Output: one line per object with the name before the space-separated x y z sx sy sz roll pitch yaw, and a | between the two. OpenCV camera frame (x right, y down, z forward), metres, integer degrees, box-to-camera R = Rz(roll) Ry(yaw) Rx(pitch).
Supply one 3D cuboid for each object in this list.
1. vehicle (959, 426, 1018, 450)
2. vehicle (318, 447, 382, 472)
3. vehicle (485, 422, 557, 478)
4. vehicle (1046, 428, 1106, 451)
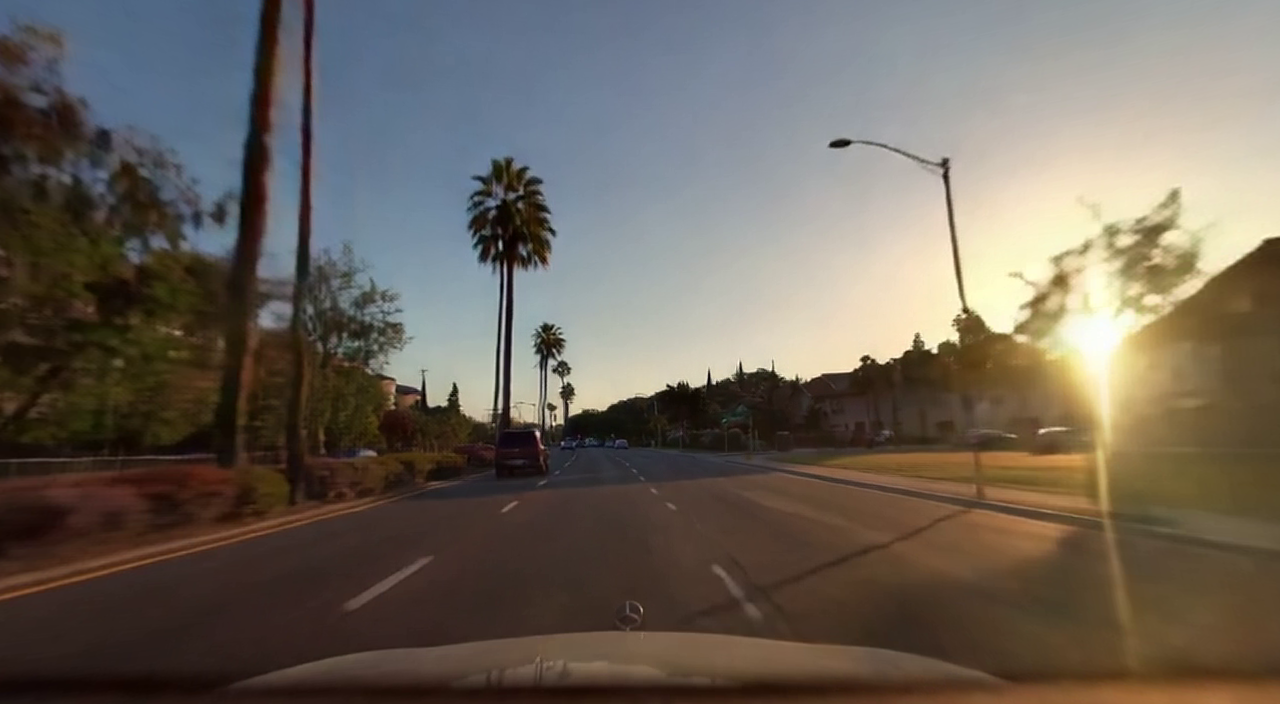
vehicle | 26.418 6.531 47.521 4.520 1.746 2.295 7 -11 -40
vehicle | -18.064 6.705 39.342 2.030 1.459 4.695 1 -9 -4
vehicle | -5.111 4.342 27.921 2.507 2.161 6.049 1 -9 -5
vehicle | 29.977 6.015 43.137 4.384 1.501 2.020 7 -11 -37
